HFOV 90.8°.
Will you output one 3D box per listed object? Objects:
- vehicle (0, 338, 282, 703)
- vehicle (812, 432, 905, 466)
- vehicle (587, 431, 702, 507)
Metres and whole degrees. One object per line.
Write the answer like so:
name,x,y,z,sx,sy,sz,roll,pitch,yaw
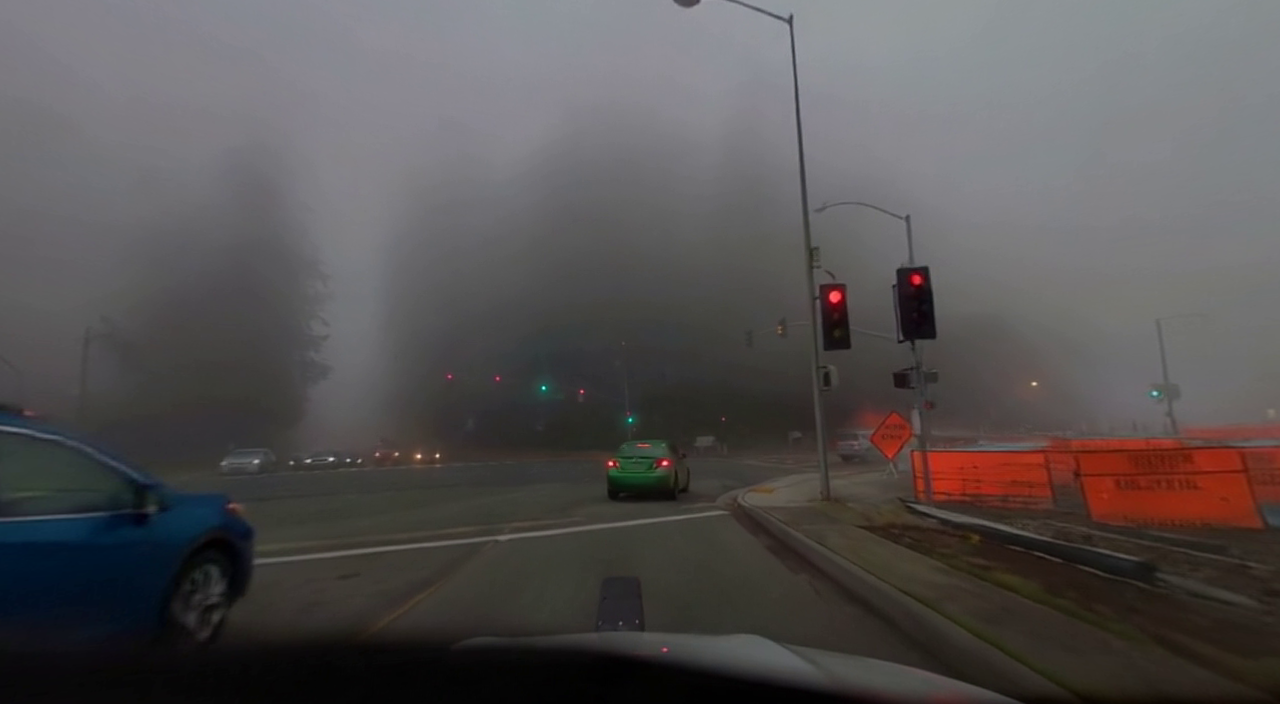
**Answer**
vehicle,-4.087,0.831,2.646,2.240,1.844,5.043,0,-9,-1
vehicle,10.259,4.511,29.499,4.467,1.477,1.873,6,-11,-37
vehicle,0.284,2.709,15.039,2.183,1.506,4.286,-1,-9,8
